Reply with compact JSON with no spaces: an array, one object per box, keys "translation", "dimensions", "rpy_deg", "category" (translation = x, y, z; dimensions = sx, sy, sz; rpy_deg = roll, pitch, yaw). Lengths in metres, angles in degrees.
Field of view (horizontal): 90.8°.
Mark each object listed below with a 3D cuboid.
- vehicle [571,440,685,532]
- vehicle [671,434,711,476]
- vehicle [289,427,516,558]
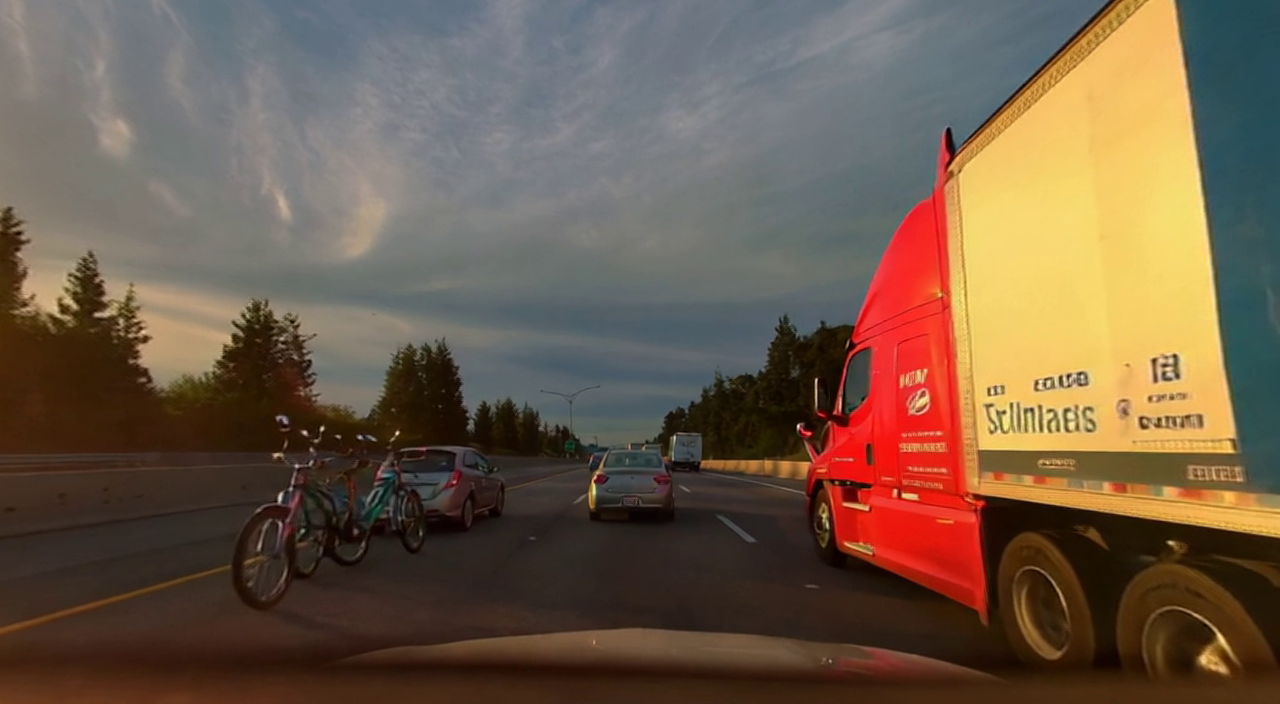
[{"translation":[-0.237,2.613,12.748],"dimensions":[1.973,1.574,3.426],"rpy_deg":[0,-9,-1],"category":"vehicle"},{"translation":[3.440,7.149,43.859],"dimensions":[2.234,2.679,5.372],"rpy_deg":[0,-9,-1],"category":"vehicle"},{"translation":[-3.541,2.191,10.550],"dimensions":[1.985,1.671,4.604],"rpy_deg":[0,-9,0],"category":"vehicle"}]
